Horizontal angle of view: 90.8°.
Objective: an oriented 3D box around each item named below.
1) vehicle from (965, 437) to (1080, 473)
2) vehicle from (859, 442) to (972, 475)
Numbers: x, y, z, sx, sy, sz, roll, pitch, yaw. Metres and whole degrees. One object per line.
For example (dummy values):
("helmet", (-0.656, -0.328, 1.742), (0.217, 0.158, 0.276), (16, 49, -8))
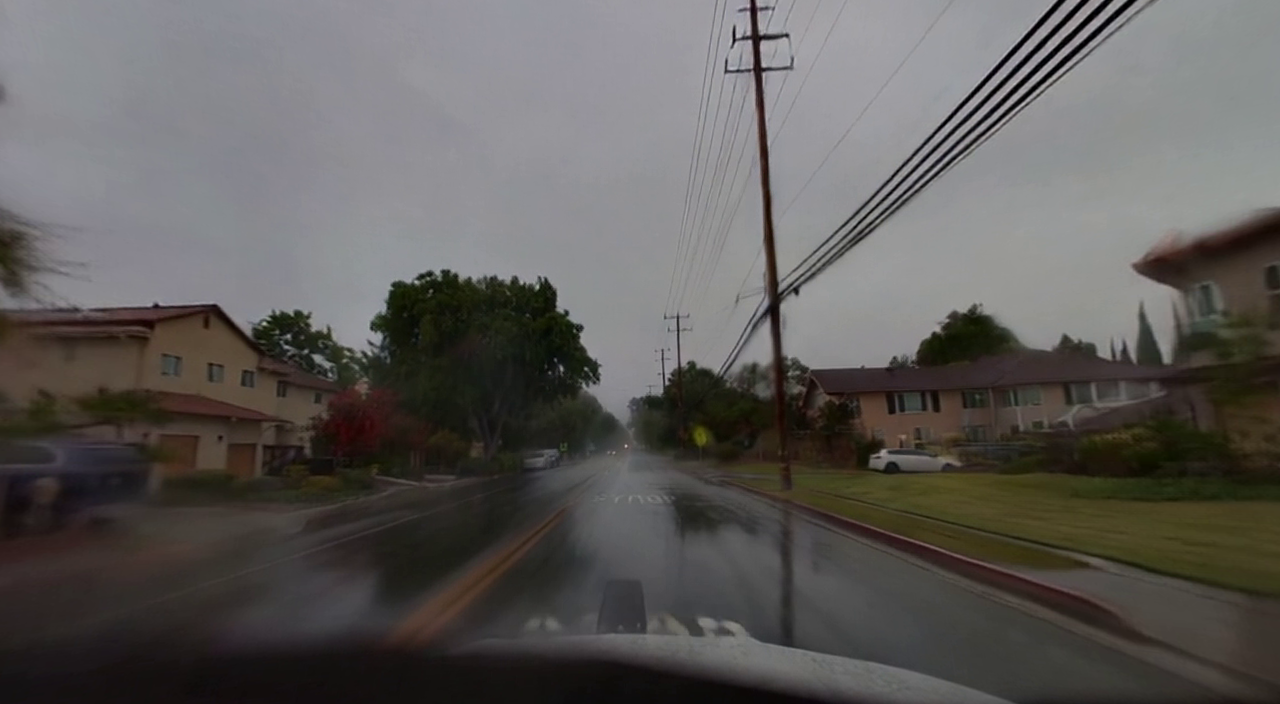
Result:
("vehicle", (18.907, 5.104, 31.368), (4.362, 1.480, 1.903), (-3, -7, 0))
("vehicle", (13.624, 5.271, 31.393), (4.624, 1.420, 2.045), (-1, -9, -4))
